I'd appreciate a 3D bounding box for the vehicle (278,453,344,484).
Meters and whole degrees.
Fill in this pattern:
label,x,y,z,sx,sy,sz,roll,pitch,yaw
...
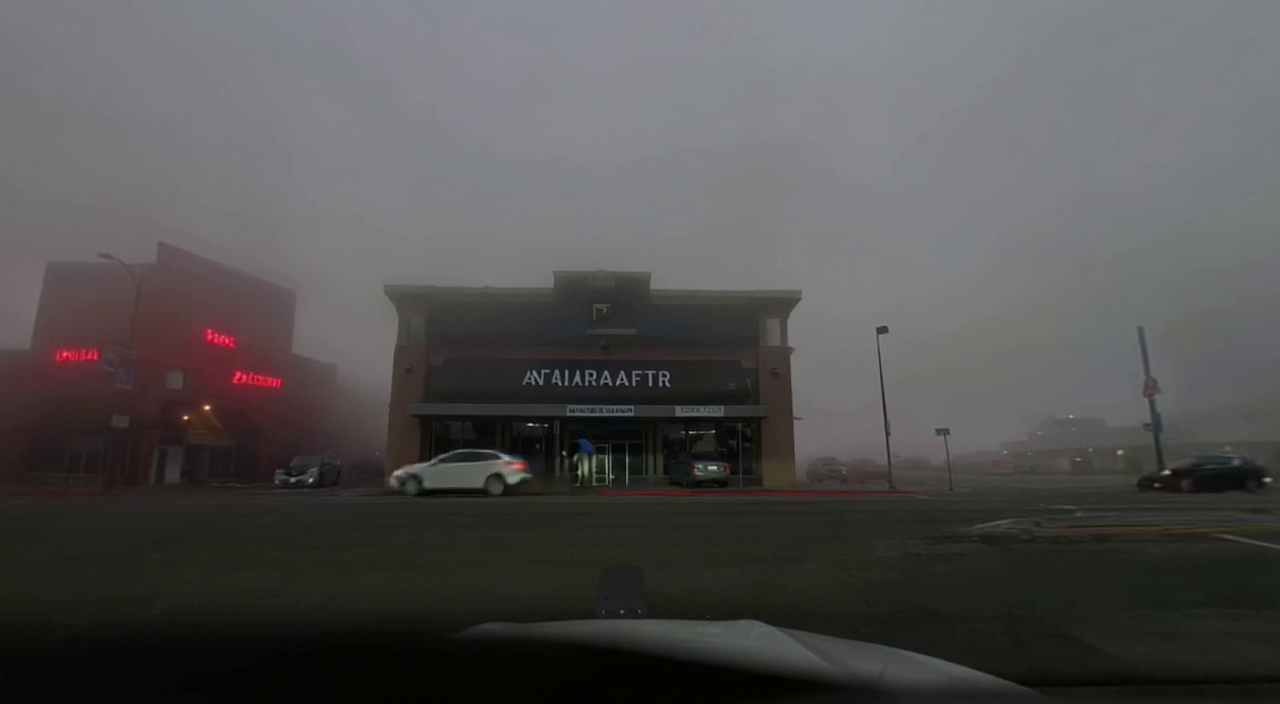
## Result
label,x,y,z,sx,sy,sz,roll,pitch,yaw
vehicle,-20.034,7.021,38.399,4.596,1.680,1.936,-7,-11,41

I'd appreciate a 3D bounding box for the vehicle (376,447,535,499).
label,x,y,z,sx,sy,sz,roll,pitch,yaw
vehicle,-6.223,4.147,21.886,4.889,1.659,2.059,1,-9,-4

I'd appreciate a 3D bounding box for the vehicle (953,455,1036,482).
label,x,y,z,sx,sy,sz,roll,pitch,yaw
vehicle,25.726,8.402,45.931,4.838,1.799,1.914,-7,-11,39

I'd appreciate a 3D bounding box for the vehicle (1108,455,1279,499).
label,x,y,z,sx,sy,sz,roll,pitch,yaw
vehicle,19.892,4.466,22.806,4.661,1.478,1.878,1,-9,-6

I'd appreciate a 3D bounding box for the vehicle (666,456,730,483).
label,x,y,z,sx,sy,sz,roll,pitch,yaw
vehicle,3.561,7.331,39.738,1.812,1.468,4.519,5,-10,-28

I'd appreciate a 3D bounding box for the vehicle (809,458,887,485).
label,x,y,z,sx,sy,sz,roll,pitch,yaw
vehicle,12.959,7.430,39.563,1.791,1.453,4.593,5,-10,-29
